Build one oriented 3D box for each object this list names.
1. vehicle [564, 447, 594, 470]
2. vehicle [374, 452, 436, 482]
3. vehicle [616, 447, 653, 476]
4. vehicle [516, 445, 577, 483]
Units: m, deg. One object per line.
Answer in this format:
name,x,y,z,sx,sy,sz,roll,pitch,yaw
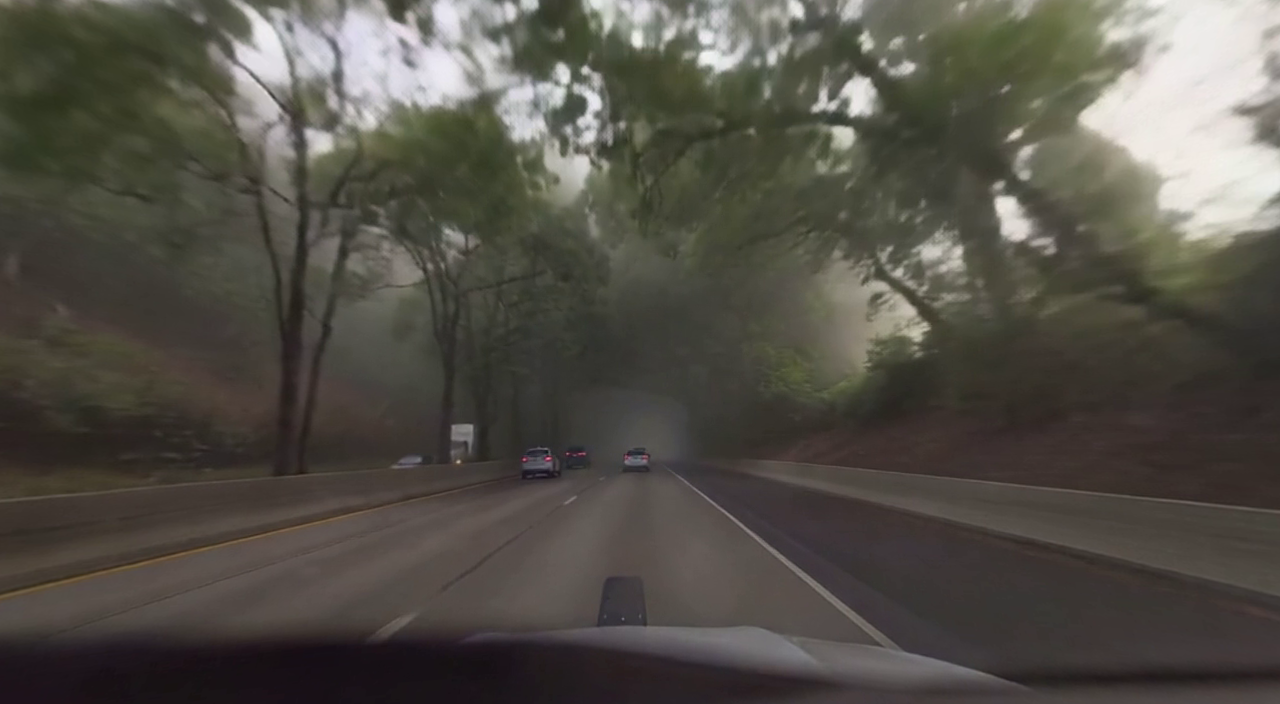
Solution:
vehicle,-4.463,7.842,46.619,1.834,1.615,3.624,0,-9,0
vehicle,-12.731,6.225,34.380,1.717,1.540,4.155,0,-9,0
vehicle,-0.282,6.165,35.687,2.001,1.490,3.914,0,-9,0
vehicle,-4.004,4.869,27.563,1.978,1.538,3.755,0,-9,1
